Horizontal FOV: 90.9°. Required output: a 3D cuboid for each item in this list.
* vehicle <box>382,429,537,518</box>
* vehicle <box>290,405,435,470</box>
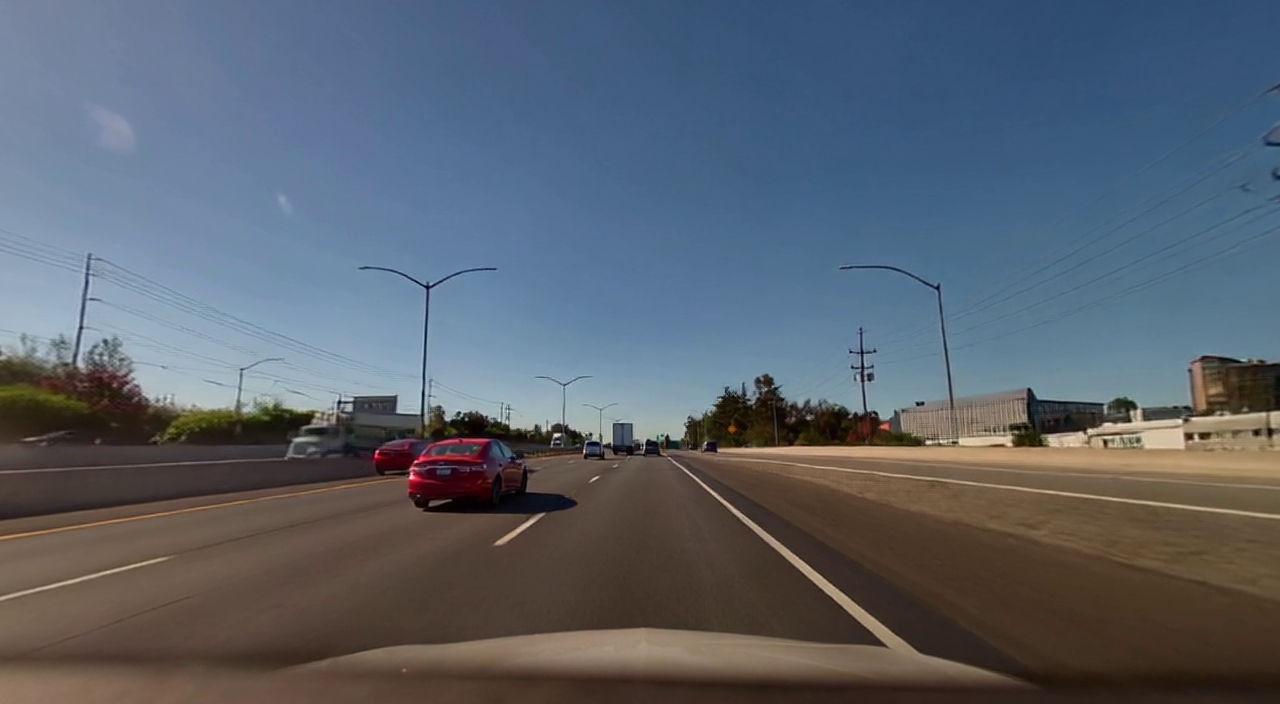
[{"bbox_3d":[-3.431,2.374,12.776,1.953,1.511,3.704,-1,-8,2],"label":"vehicle"},{"bbox_3d":[-17.567,5.719,41.790,2.945,3.489,14.127,-1,-8,2],"label":"vehicle"}]
